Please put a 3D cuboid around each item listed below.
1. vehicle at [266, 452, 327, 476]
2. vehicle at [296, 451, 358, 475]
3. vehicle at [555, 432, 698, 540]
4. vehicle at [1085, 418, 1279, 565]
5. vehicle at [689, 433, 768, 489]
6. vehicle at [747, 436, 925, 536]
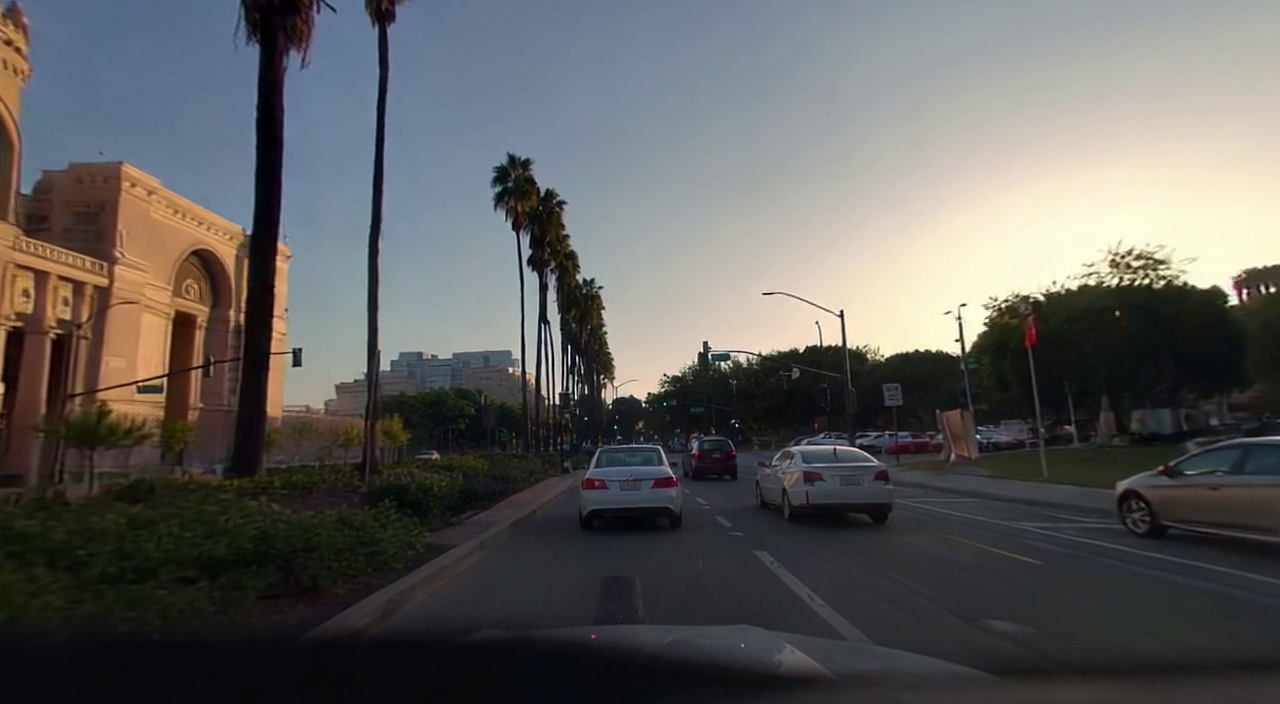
[{"bbox_3d":[-24.187,7.867,44.656,1.857,1.532,4.386,0,-9,0],"label":"vehicle"},{"bbox_3d":[-20.958,7.439,42.550,1.871,1.467,4.424,0,-9,0],"label":"vehicle"},{"bbox_3d":[-0.201,2.207,10.998,2.050,1.521,3.747,0,-9,0],"label":"vehicle"},{"bbox_3d":[7.905,1.642,7.734,1.875,1.588,4.072,0,-8,-1],"label":"vehicle"},{"bbox_3d":[3.251,4.229,25.096,2.127,1.854,7.971,0,-8,1],"label":"vehicle"},{"bbox_3d":[3.306,2.332,11.629,1.833,1.465,4.258,0,-9,-1],"label":"vehicle"}]
